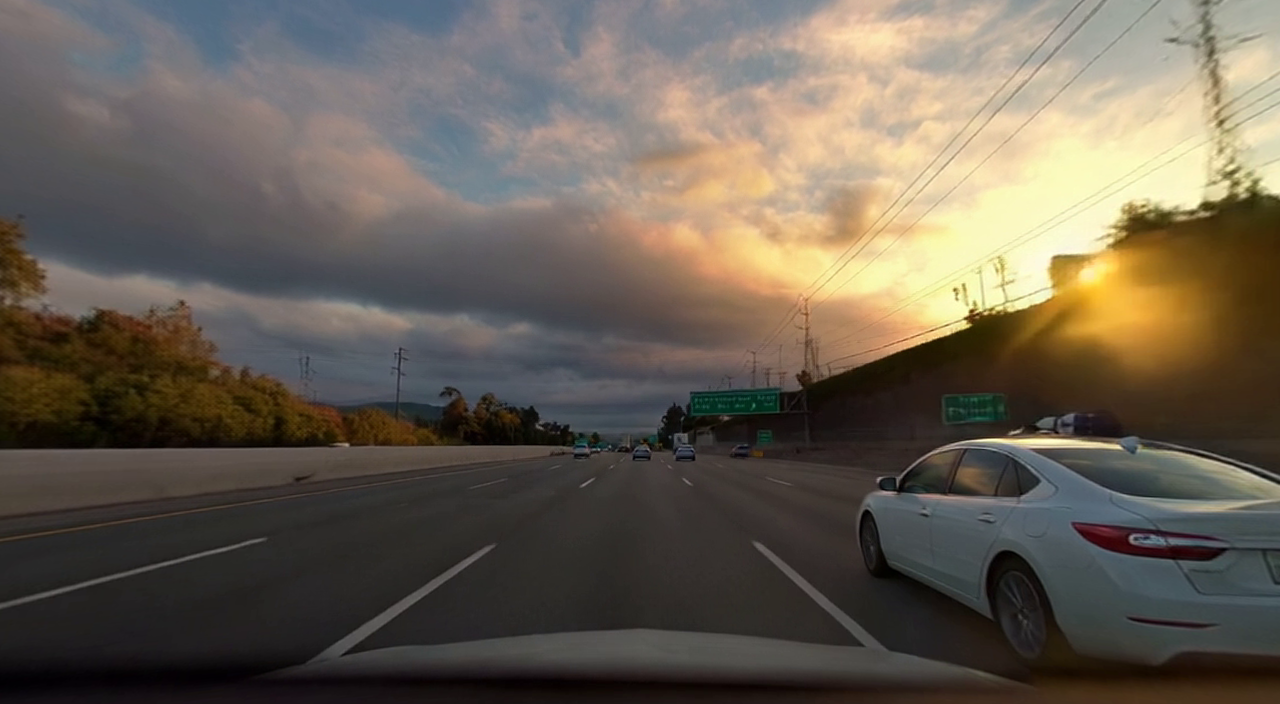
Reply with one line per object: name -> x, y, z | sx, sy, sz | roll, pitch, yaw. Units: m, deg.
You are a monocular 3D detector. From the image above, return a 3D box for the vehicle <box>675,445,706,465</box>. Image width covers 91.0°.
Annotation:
vehicle -> 3.865, 7.977, 48.809 | 2.076, 1.506, 4.050 | 0, -9, 1

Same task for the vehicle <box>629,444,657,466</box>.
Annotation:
vehicle -> 0.205, 7.965, 48.861 | 2.066, 1.562, 4.198 | 0, -9, 0
